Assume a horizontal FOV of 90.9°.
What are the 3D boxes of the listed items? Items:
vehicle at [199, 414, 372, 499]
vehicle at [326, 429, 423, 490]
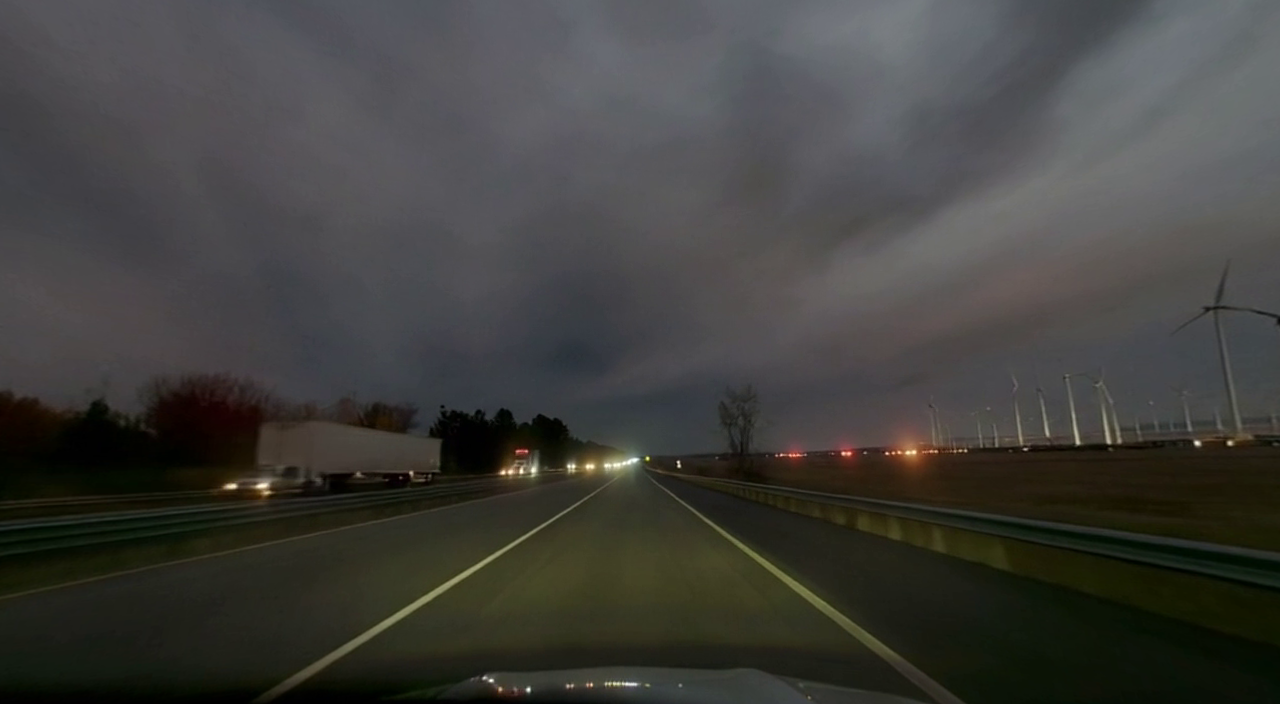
[{"bbox_3d":[-17.200,5.350,31.865,2.952,3.556,10.027,1,-11,-1],"label":"vehicle"},{"bbox_3d":[-17.354,7.209,41.996,2.816,3.554,8.526,1,-11,-1],"label":"vehicle"}]
